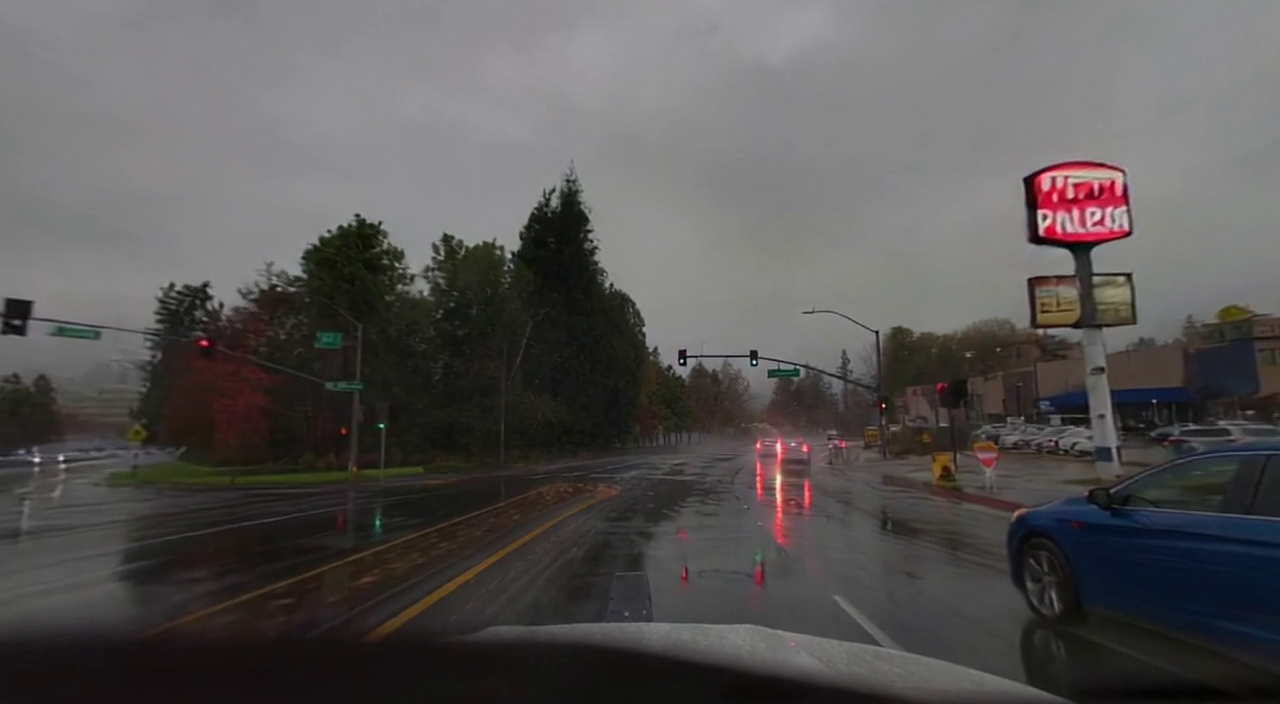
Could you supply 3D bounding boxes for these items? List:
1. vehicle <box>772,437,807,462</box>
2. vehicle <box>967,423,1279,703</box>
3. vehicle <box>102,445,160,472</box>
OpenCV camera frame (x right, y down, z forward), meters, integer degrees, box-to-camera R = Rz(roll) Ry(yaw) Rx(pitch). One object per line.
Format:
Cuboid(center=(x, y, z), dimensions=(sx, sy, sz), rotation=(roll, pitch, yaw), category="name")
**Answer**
Cuboid(center=(10.959, 7.092, 45.981), dimensions=(2.311, 1.715, 4.287), rotation=(-2, -9, 15), category="vehicle")
Cuboid(center=(4.132, 1.191, 3.780), dimensions=(1.938, 1.466, 4.434), rotation=(0, -8, 0), category="vehicle")
Cuboid(center=(-37.697, 7.851, 46.803), dimensions=(2.275, 1.870, 4.522), rotation=(4, -9, -25), category="vehicle")
